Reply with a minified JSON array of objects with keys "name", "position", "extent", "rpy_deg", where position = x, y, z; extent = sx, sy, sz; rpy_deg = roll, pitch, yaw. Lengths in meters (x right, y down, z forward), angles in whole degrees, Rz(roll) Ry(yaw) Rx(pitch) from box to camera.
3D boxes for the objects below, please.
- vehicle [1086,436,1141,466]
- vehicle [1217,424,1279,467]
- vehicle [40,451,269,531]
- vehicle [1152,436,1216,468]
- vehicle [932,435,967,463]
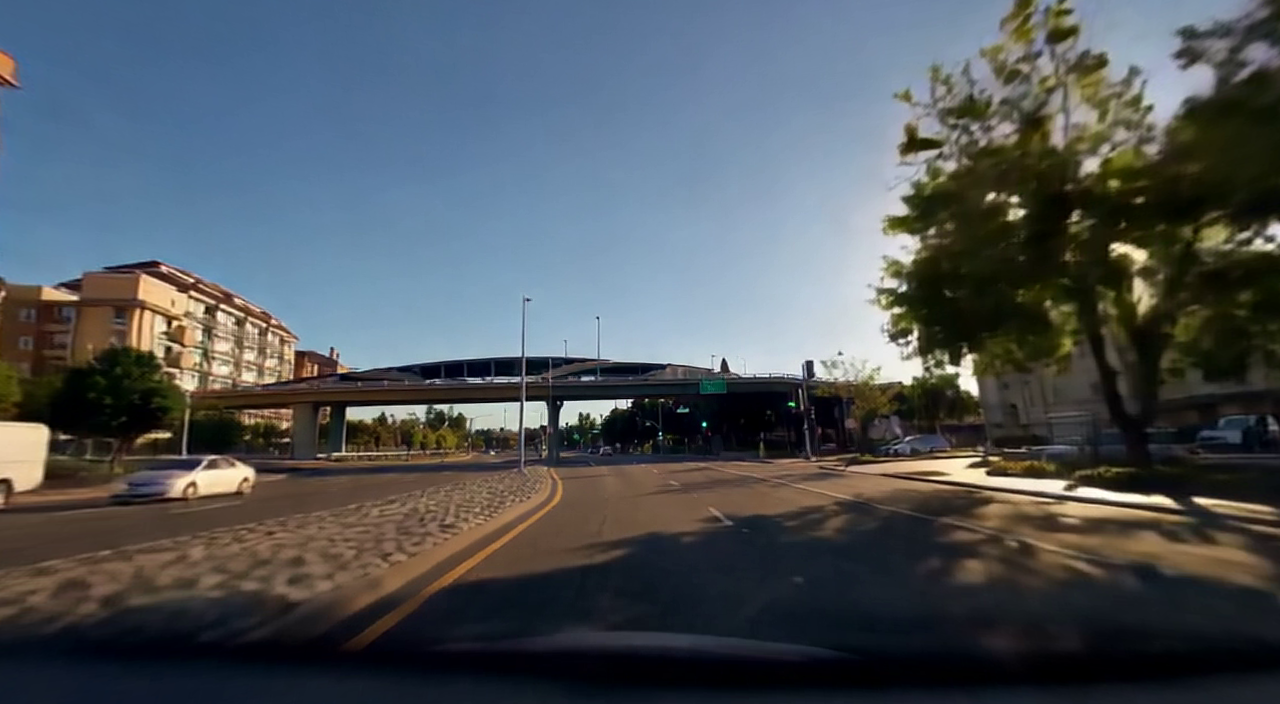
[{"name":"vehicle","position":[24.397,5.055,32.466],"extent":[1.910,1.415,4.383],"rpy_deg":[-7,-10,39]},{"name":"vehicle","position":[28.478,4.274,28.927],"extent":[4.634,1.789,2.149],"rpy_deg":[6,-10,-38]},{"name":"vehicle","position":[-11.199,3.174,15.133],"extent":[2.032,1.480,4.591],"rpy_deg":[0,-8,-3]},{"name":"vehicle","position":[26.612,4.861,30.860],"extent":[1.928,1.437,3.935],"rpy_deg":[-8,-11,44]},{"name":"vehicle","position":[23.664,7.453,48.429],"extent":[2.177,1.983,5.217],"rpy_deg":[-3,-10,24]}]
